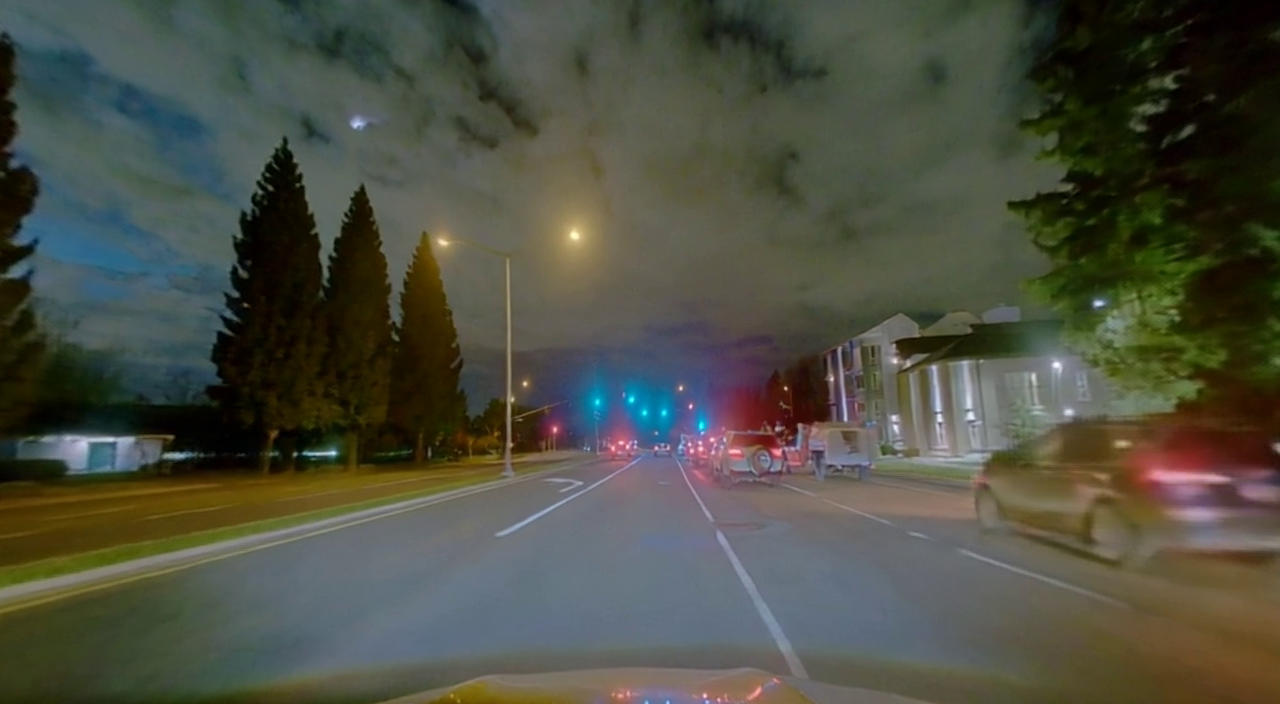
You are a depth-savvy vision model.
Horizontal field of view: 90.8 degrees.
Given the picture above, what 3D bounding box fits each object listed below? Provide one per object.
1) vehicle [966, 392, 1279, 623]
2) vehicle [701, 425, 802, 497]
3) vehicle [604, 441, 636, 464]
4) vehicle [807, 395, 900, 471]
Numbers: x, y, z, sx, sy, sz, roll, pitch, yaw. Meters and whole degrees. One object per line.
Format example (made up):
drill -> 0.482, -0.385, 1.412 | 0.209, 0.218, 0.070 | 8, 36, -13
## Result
vehicle -> 5.768, 1.501, 7.046 | 1.803, 1.754, 4.480 | 2, -7, -1
vehicle -> 2.881, 2.948, 17.390 | 2.052, 1.693, 4.554 | 0, -8, 1
vehicle -> -1.460, 7.707, 48.689 | 2.083, 1.691, 4.398 | -1, -8, 3
vehicle -> 7.067, 2.776, 21.324 | 1.933, 2.309, 3.468 | -1, -9, 2
